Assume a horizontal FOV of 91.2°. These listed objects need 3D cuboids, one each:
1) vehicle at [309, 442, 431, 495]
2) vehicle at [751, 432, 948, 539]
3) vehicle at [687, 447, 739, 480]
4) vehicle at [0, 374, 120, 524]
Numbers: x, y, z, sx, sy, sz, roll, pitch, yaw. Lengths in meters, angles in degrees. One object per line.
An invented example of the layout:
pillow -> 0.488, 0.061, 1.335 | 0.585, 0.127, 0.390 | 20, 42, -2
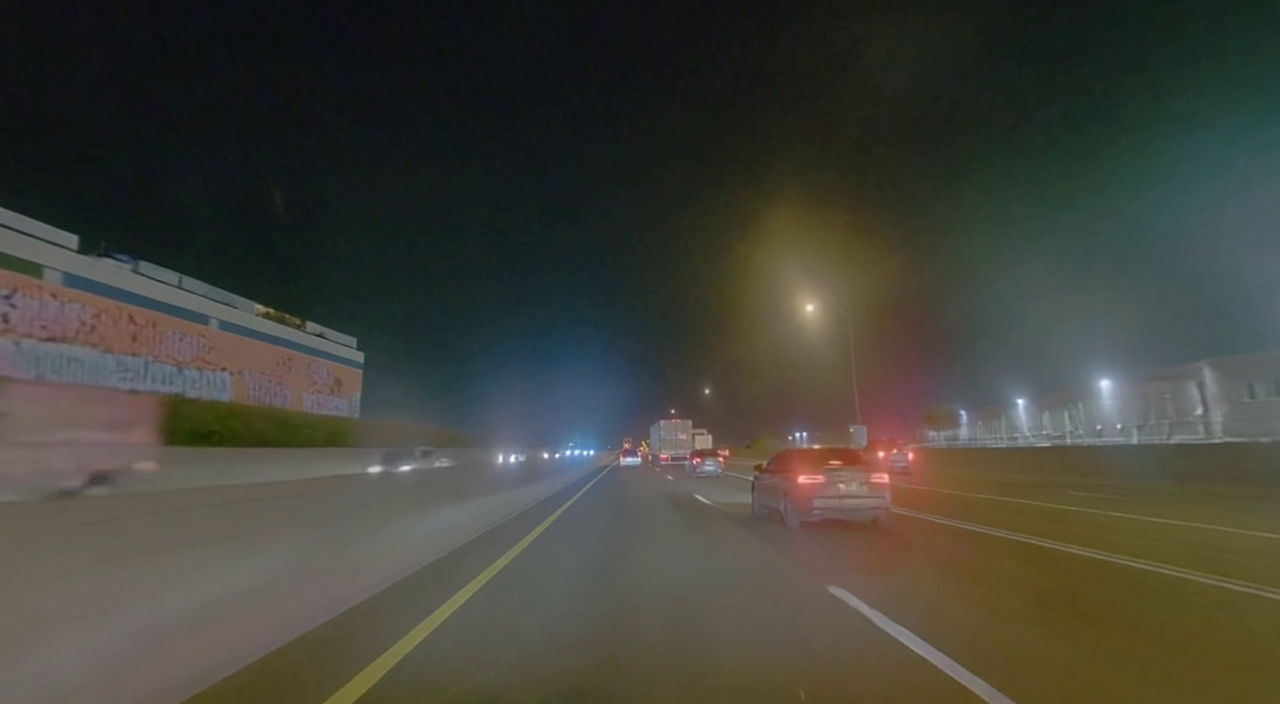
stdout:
vehicle -> -8.756, 3.806, 20.861 | 1.965, 1.527, 4.704 | 0, -9, 0
vehicle -> 3.600, 2.395, 11.908 | 2.045, 1.605, 4.674 | 0, -9, -1
vehicle -> 3.730, 5.794, 32.913 | 2.085, 1.588, 4.436 | 0, -9, -2
vehicle -> -12.027, 1.521, 9.783 | 2.373, 2.502, 6.255 | 0, -9, 0
